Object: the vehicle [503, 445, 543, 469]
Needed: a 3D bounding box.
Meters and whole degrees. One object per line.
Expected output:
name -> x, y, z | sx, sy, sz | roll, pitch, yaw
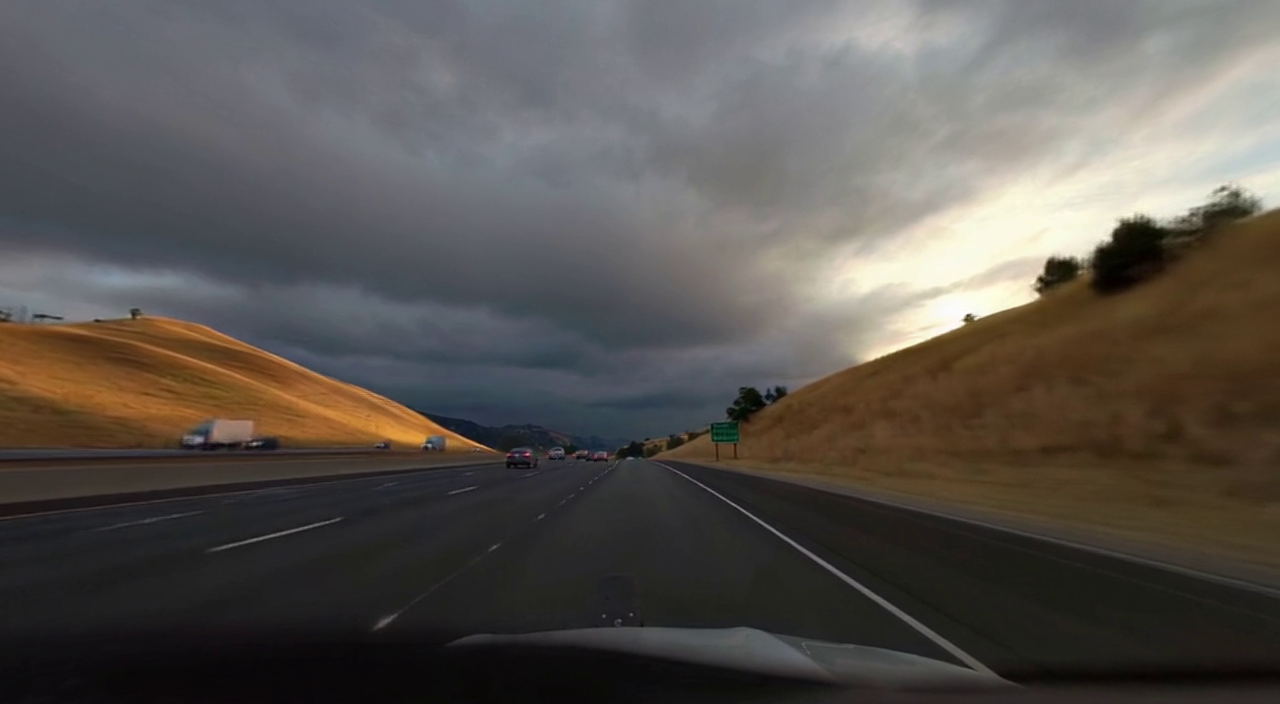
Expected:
vehicle -> -8.239, 7.432, 44.753 | 2.045, 1.624, 4.338 | 0, -9, -1
